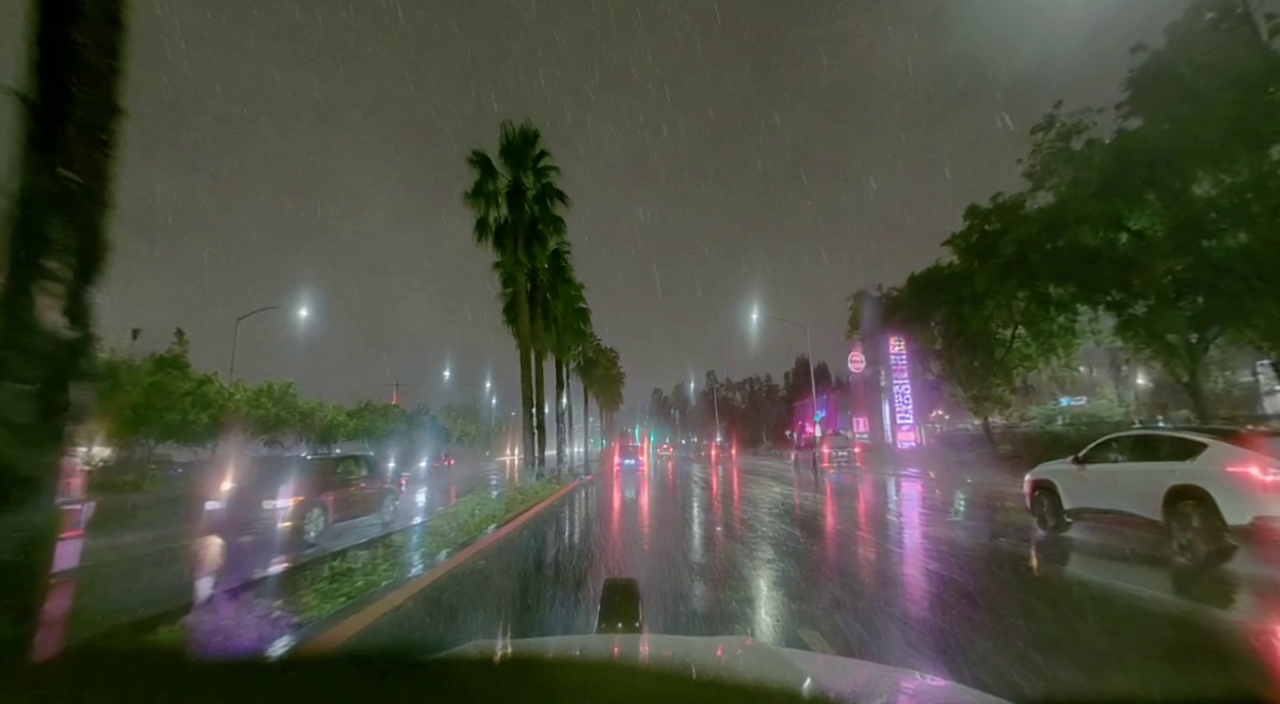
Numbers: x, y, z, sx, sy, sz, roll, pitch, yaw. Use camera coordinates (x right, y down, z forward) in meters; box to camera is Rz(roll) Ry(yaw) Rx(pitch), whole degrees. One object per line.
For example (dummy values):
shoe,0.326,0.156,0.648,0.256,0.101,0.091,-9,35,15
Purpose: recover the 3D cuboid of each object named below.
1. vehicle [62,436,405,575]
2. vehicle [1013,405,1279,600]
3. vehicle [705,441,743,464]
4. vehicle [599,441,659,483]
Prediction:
vehicle,-5.183,1.966,8.998,1.900,1.458,4.465,0,-8,0
vehicle,6.408,1.533,7.061,1.949,1.647,3.894,0,-8,-1
vehicle,5.793,6.983,43.953,1.970,1.461,4.267,0,-8,-2
vehicle,-0.382,3.928,22.792,1.970,1.402,3.756,0,-8,-1
